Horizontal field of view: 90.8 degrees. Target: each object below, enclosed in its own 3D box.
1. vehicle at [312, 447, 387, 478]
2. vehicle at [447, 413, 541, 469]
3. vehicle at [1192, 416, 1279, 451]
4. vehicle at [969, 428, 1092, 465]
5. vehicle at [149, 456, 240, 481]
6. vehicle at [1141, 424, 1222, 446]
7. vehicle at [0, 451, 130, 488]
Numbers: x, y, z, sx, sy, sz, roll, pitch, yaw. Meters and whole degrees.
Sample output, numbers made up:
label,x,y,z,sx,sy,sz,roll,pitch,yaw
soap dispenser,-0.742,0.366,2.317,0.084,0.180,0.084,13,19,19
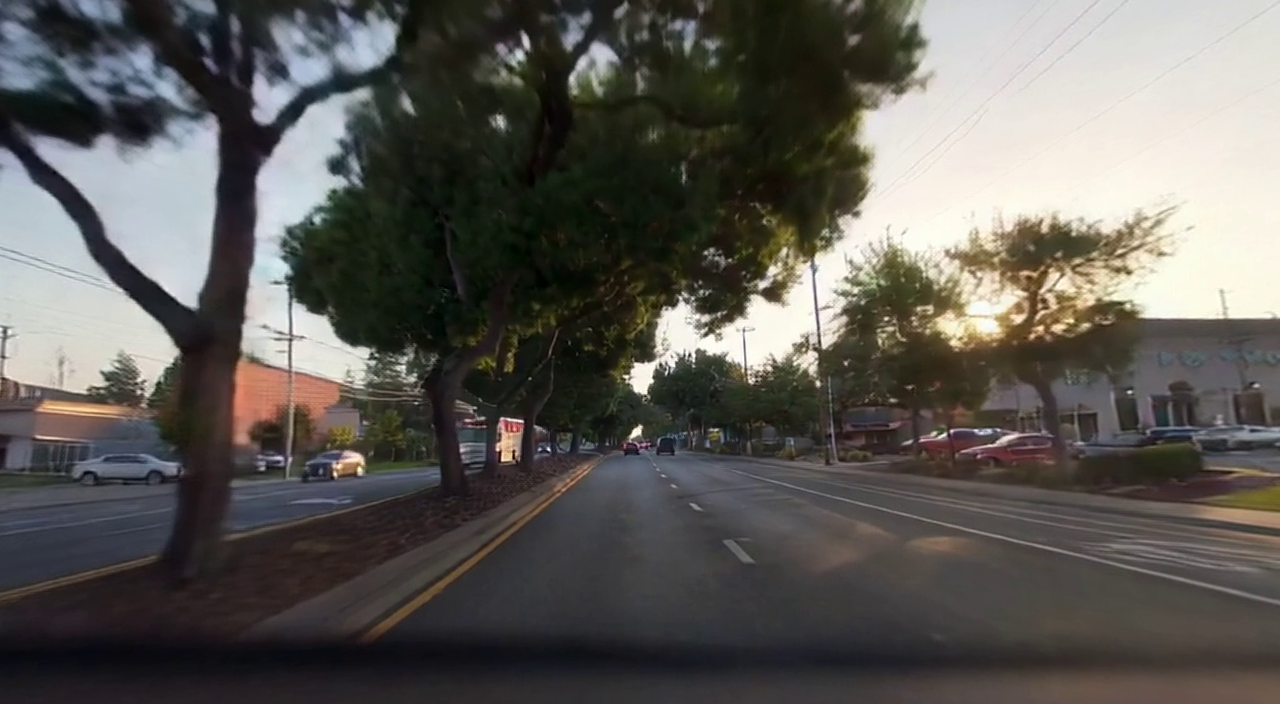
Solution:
label,x,y,z,sx,sy,sz,roll,pitch,yaw
vehicle,-17.107,6.502,37.505,2.091,1.656,4.626,-1,-8,3
vehicle,-9.210,5.944,41.853,3.241,3.133,12.822,0,-8,0
vehicle,32.995,4.402,33.872,2.083,1.716,5.134,0,-8,0
vehicle,17.681,4.336,28.774,4.264,1.428,1.822,-3,-10,5
vehicle,-27.807,7.252,39.509,4.176,1.440,1.931,0,-8,1
vehicle,41.360,6.420,48.389,2.066,1.575,4.483,0,-8,-2
vehicle,-28.583,5.754,31.106,4.886,1.698,2.224,0,-8,-3
